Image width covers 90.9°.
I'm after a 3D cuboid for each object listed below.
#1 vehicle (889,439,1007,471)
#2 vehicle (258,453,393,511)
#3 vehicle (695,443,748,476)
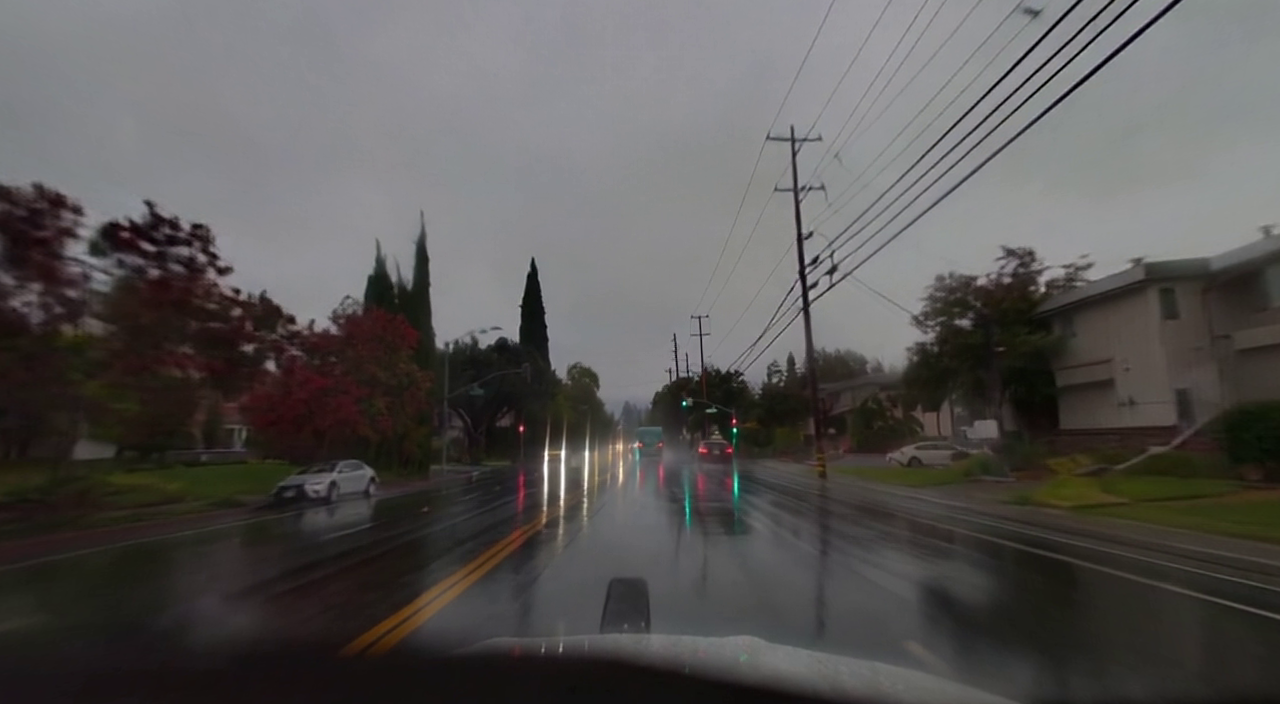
[{"bbox_3d":[15.011,5.030,30.824,4.838,1.474,1.873,1,-8,-6],"label":"vehicle"},{"bbox_3d":[-10.032,4.132,20.611,2.032,1.452,4.656,-2,-7,0],"label":"vehicle"},{"bbox_3d":[3.855,5.186,30.688,1.951,1.479,4.487,0,-8,-1],"label":"vehicle"}]
